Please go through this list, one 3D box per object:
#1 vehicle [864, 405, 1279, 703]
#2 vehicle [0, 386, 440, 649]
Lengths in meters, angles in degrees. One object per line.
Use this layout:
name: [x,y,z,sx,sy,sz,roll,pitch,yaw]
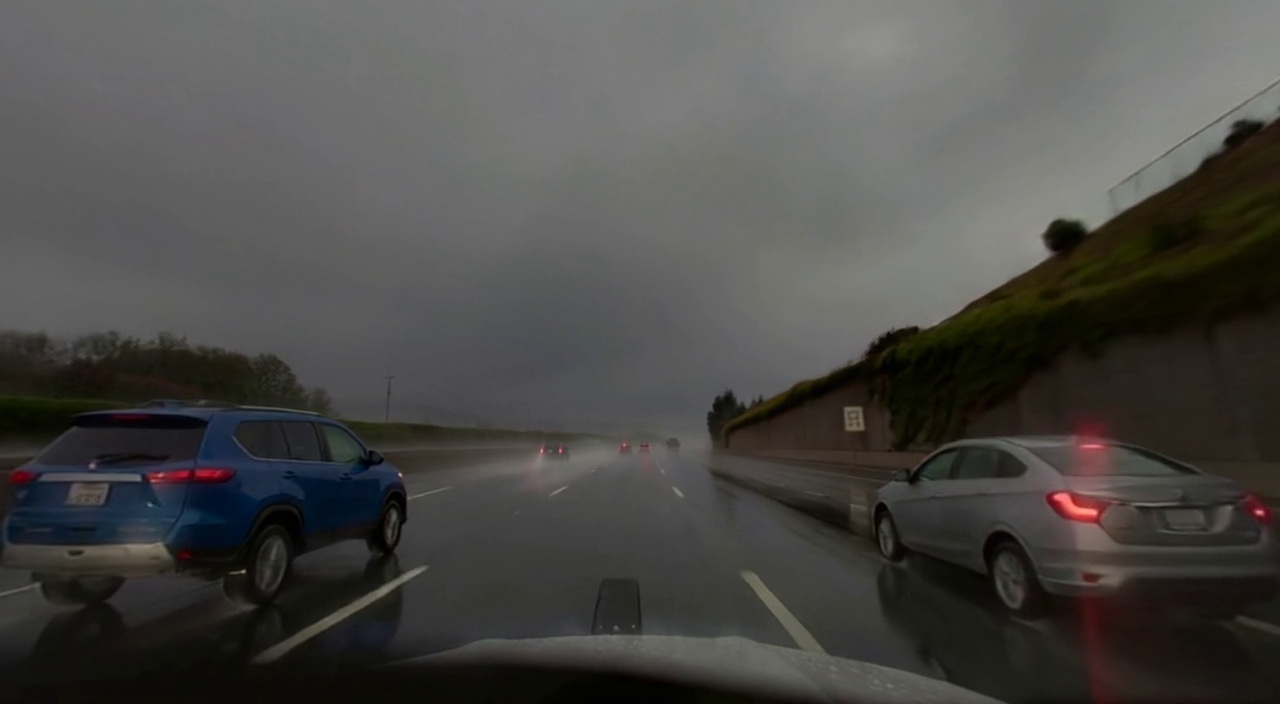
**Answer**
vehicle: [3.634,1.336,5.297,1.847,1.493,4.303,0,-9,-1]
vehicle: [-3.879,1.436,6.565,2.047,1.715,4.689,0,-9,0]
